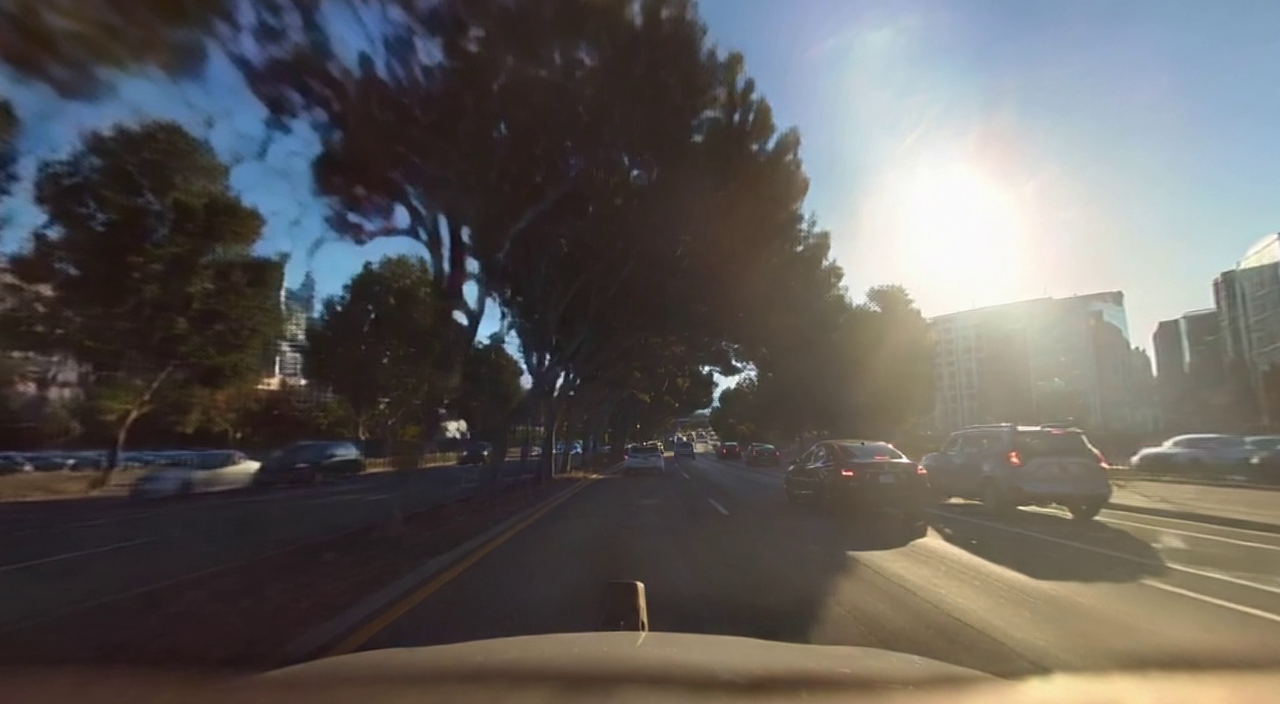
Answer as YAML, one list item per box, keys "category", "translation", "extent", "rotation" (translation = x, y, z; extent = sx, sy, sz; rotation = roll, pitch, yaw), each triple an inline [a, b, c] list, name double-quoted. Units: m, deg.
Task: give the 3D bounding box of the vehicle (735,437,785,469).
- category: "vehicle"
  translation: [7.105, 6.063, 37.915]
  extent: [2.068, 1.779, 4.567]
  rotation: [0, -9, -1]

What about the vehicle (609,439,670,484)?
- category: "vehicle"
  translation: [-0.021, 3.861, 22.519]
  extent: [1.994, 1.479, 3.647]
  rotation: [0, -9, 0]

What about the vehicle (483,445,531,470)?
- category: "vehicle"
  translation: [-8.320, 6.593, 39.796]
  extent: [1.993, 1.458, 4.614]
  rotation: [-1, -9, 0]

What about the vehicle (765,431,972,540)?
- category: "vehicle"
  translation: [3.557, 2.151, 10.798]
  extent: [1.858, 1.466, 4.230]
  rotation: [0, -9, -1]

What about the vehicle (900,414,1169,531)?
- category: "vehicle"
  translation: [7.110, 2.222, 12.194]
  extent: [2.134, 1.810, 4.590]
  rotation: [0, -9, -1]

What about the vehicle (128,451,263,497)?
- category: "vehicle"
  translation: [-16.159, 4.412, 23.294]
  extent: [1.878, 1.497, 4.180]
  rotation: [0, -9, 0]

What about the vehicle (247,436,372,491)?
- category: "vehicle"
  translation: [-12.231, 4.152, 23.827]
  extent: [2.034, 1.844, 4.820]
  rotation: [0, -9, 1]
